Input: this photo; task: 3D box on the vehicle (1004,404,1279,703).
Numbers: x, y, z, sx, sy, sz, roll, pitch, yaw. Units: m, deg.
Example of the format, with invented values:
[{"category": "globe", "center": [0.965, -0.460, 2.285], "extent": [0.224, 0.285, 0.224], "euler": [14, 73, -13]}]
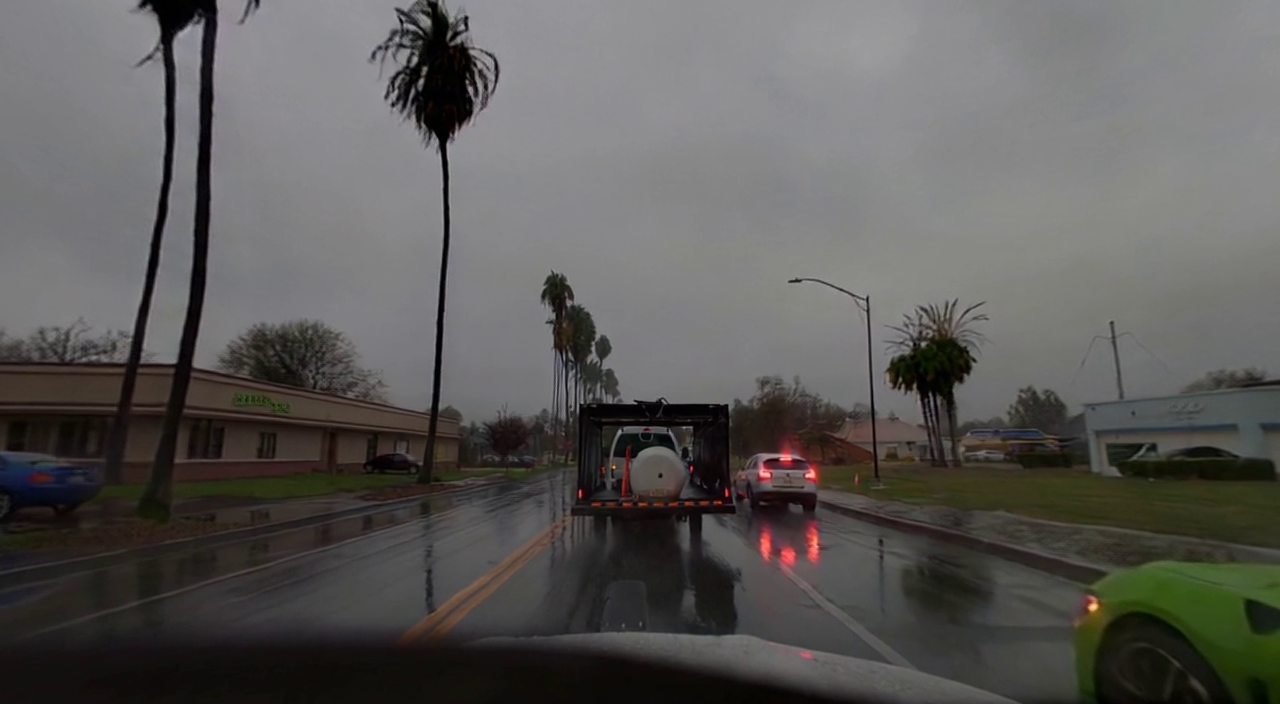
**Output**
[{"category": "vehicle", "center": [2.997, 0.755, 0.746], "extent": [2.171, 1.520, 4.853], "euler": [0, -8, -1]}]

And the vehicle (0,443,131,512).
[{"category": "vehicle", "center": [-15.147, 2.912, 14.825], "extent": [4.490, 1.500, 1.875], "euler": [0, -9, -2]}]

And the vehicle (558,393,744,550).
[{"category": "vehicle", "center": [0.187, 2.246, 12.579], "extent": [2.728, 2.305, 6.506], "euler": [0, -9, 1]}]

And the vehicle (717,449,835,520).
[{"category": "vehicle", "center": [3.205, 3.205, 15.748], "extent": [2.010, 1.499, 4.107], "euler": [0, -9, 0]}]
